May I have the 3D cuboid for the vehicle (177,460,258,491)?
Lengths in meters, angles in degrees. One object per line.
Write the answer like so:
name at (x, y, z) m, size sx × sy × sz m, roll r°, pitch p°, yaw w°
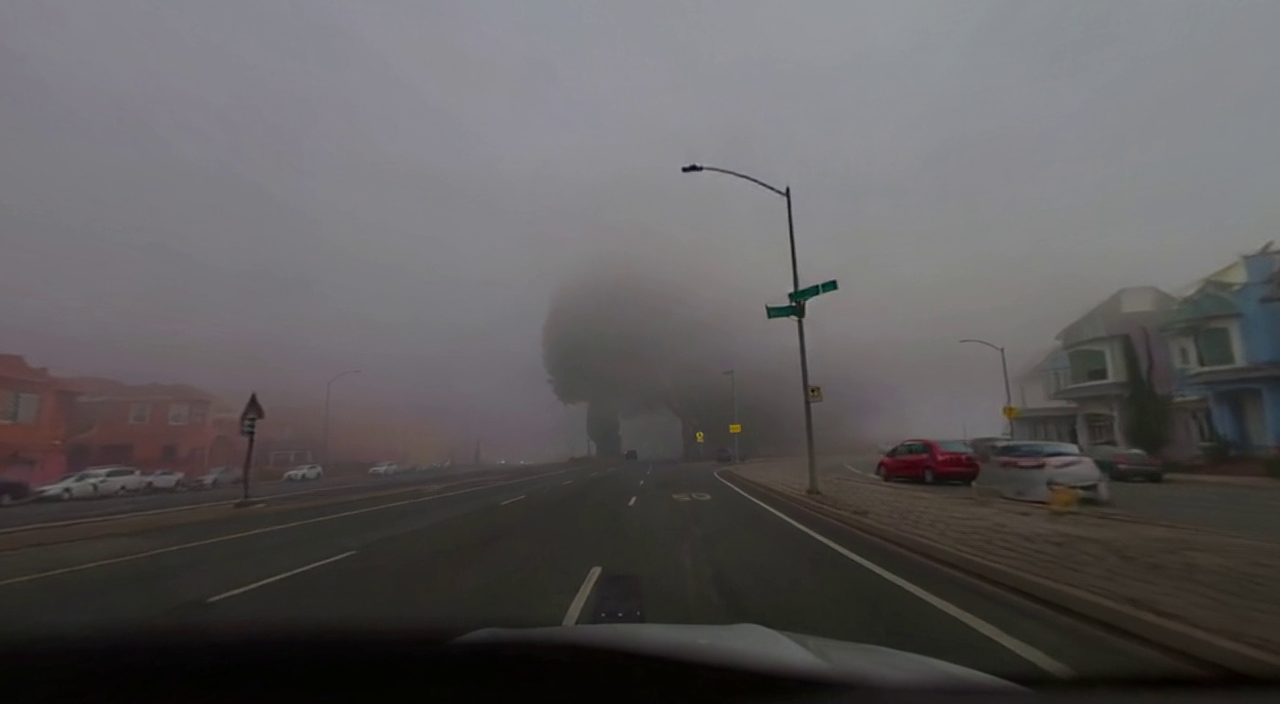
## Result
vehicle at (-27.444, 8.112, 41.231) m, size 1.936 × 1.723 × 4.573 m, roll -4°, pitch -13°, yaw 3°

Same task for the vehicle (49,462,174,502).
vehicle at (-27.854, 6.843, 33.586) m, size 2.076 × 1.815 × 4.985 m, roll -1°, pitch -9°, yaw 4°

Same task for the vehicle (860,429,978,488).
vehicle at (9.053, 3.636, 21.003) m, size 2.004 × 1.476 × 4.588 m, roll -4°, pitch -14°, yaw 3°

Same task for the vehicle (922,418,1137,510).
vehicle at (8.964, 2.820, 15.200) m, size 1.923 × 1.741 × 4.683 m, roll -3°, pitch -13°, yaw -2°
